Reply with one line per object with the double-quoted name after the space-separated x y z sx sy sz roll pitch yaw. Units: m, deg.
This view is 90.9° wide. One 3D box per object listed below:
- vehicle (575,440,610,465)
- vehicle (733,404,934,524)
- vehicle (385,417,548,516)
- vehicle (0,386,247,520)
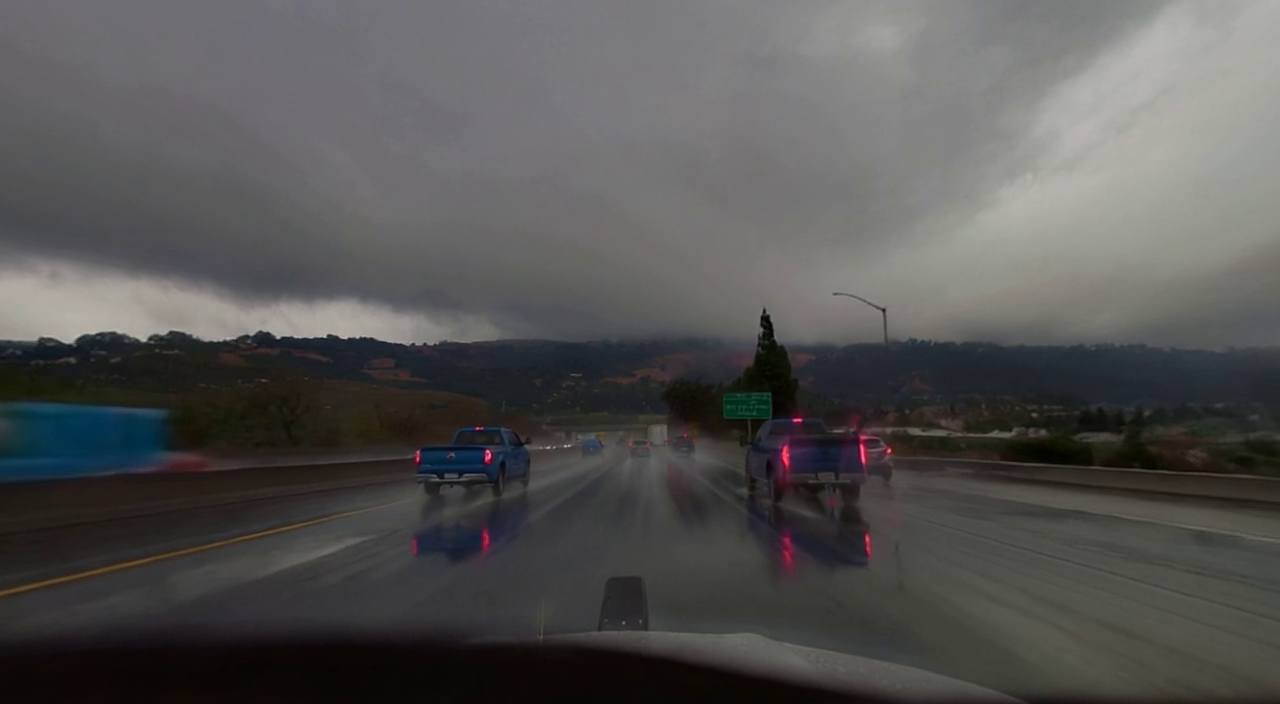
-3.486 7.492 47.223 2.235 1.785 4.386 -1 -8 1 "vehicle"
3.612 2.261 13.296 2.424 1.952 5.611 0 -8 0 "vehicle"
-3.689 2.551 14.646 2.227 1.853 5.161 -1 -8 1 "vehicle"
-13.618 2.236 14.094 2.839 2.511 10.655 0 -8 0 "vehicle"
